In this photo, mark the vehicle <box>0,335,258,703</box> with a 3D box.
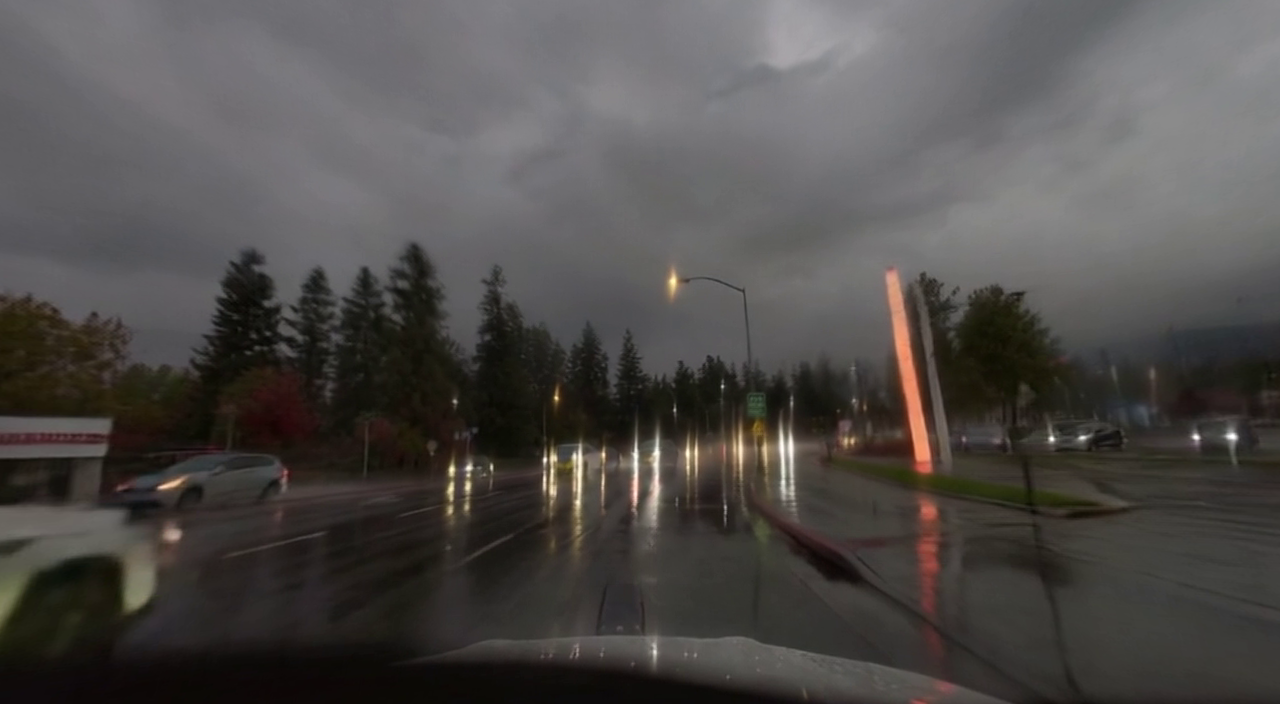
[{"bbox_3d":[-3.691,0.738,1.819,2.168,1.783,4.695,-1,-9,1],"label":"vehicle"}]

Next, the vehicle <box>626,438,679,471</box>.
[{"bbox_3d":[0.812,6.083,37.669,2.167,1.832,4.679,-2,-9,14],"label":"vehicle"}]

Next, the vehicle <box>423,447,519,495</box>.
[{"bbox_3d":[-6.068,4.304,23.259,1.974,1.558,3.949,-1,-9,8],"label":"vehicle"}]

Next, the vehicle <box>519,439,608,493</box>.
[{"bbox_3d":[-2.505,3.898,21.926,2.002,1.664,4.113,-1,-9,9],"label":"vehicle"}]

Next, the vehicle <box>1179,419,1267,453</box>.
[{"bbox_3d":[26.473,3.851,28.667,4.106,1.450,1.901,6,-10,-34],"label":"vehicle"}]

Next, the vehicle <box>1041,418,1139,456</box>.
[{"bbox_3d":[23.162,4.404,32.479,4.982,1.789,2.303,6,-10,-33],"label":"vehicle"}]
